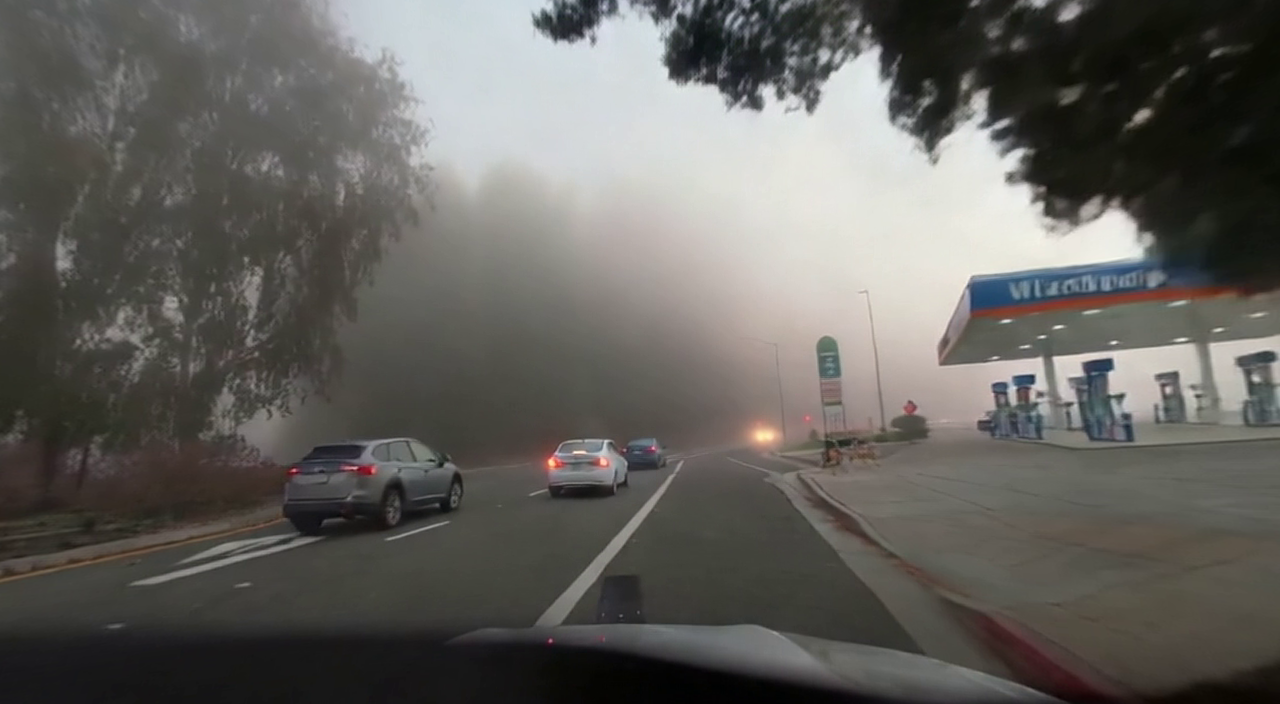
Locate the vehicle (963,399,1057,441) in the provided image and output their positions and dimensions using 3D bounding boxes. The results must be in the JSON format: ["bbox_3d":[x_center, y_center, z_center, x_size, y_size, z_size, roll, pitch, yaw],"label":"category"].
[{"bbox_3d":[21.552,4.085,37.023,2.322,2.152,5.668,-2,-8,4],"label":"vehicle"}]

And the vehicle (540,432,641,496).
[{"bbox_3d":[-1.260,3.114,17.855,2.060,1.580,3.980,-1,-9,8],"label":"vehicle"}]

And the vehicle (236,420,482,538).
[{"bbox_3d":[-4.954,2.306,12.096,2.102,1.774,4.662,-1,-9,7],"label":"vehicle"}]

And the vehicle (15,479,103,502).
[{"bbox_3d":[-40.964,9.768,44.412,4.384,1.490,2.031,-1,-10,6],"label":"vehicle"}]
